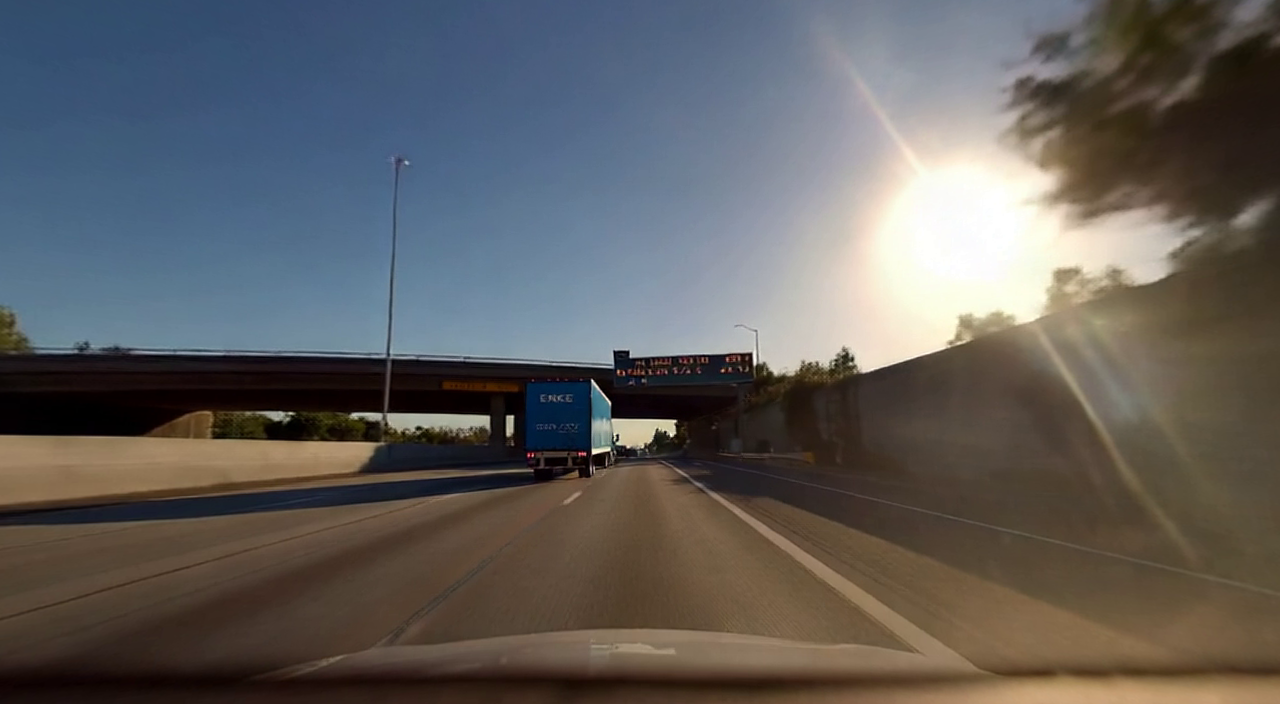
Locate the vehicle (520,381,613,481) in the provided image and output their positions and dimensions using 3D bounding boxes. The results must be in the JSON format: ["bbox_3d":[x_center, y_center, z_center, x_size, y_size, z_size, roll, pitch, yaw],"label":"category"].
[{"bbox_3d":[-3.161,3.981,30.680,3.059,3.956,11.036,0,-9,1],"label":"vehicle"}]
